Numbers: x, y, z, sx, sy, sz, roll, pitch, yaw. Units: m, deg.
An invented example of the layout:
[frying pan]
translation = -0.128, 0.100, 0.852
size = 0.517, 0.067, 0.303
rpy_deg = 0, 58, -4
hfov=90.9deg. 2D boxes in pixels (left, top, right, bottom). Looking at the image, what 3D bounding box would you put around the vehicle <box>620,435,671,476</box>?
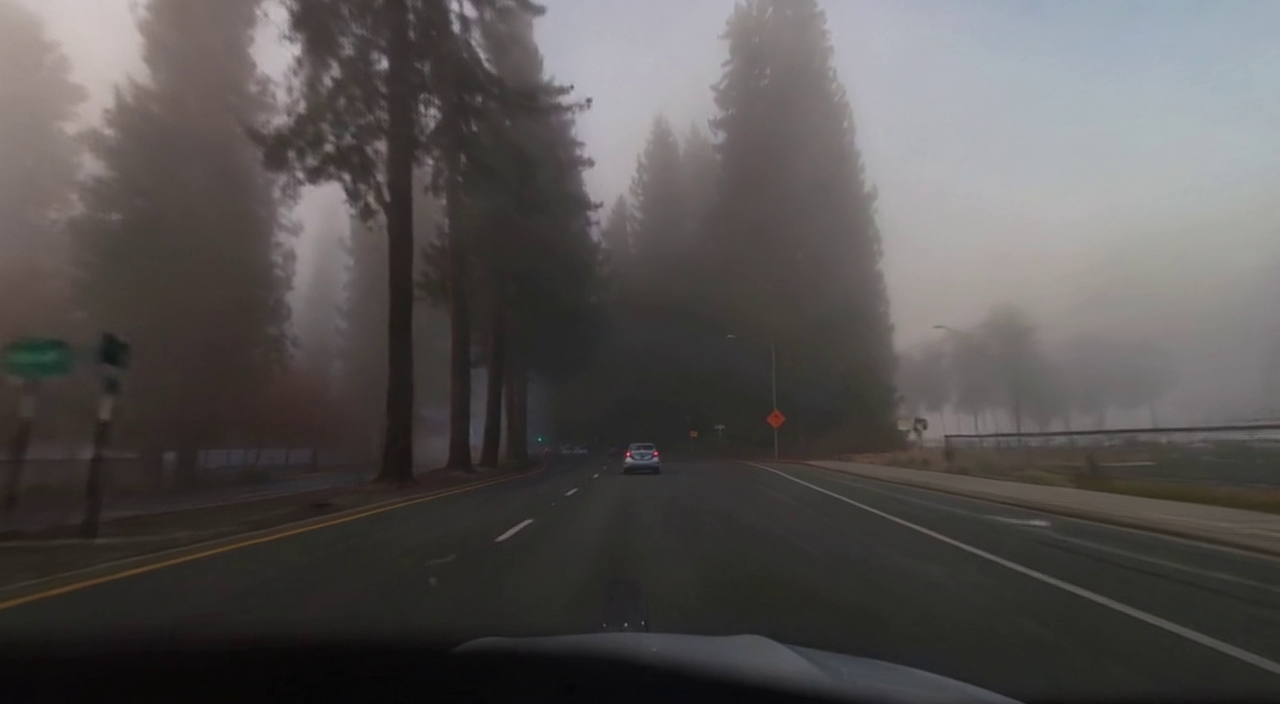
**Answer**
[vehicle]
translation = 0.165, 4.649, 28.383
size = 2.135, 1.691, 3.884
rpy_deg = 0, -9, -2
